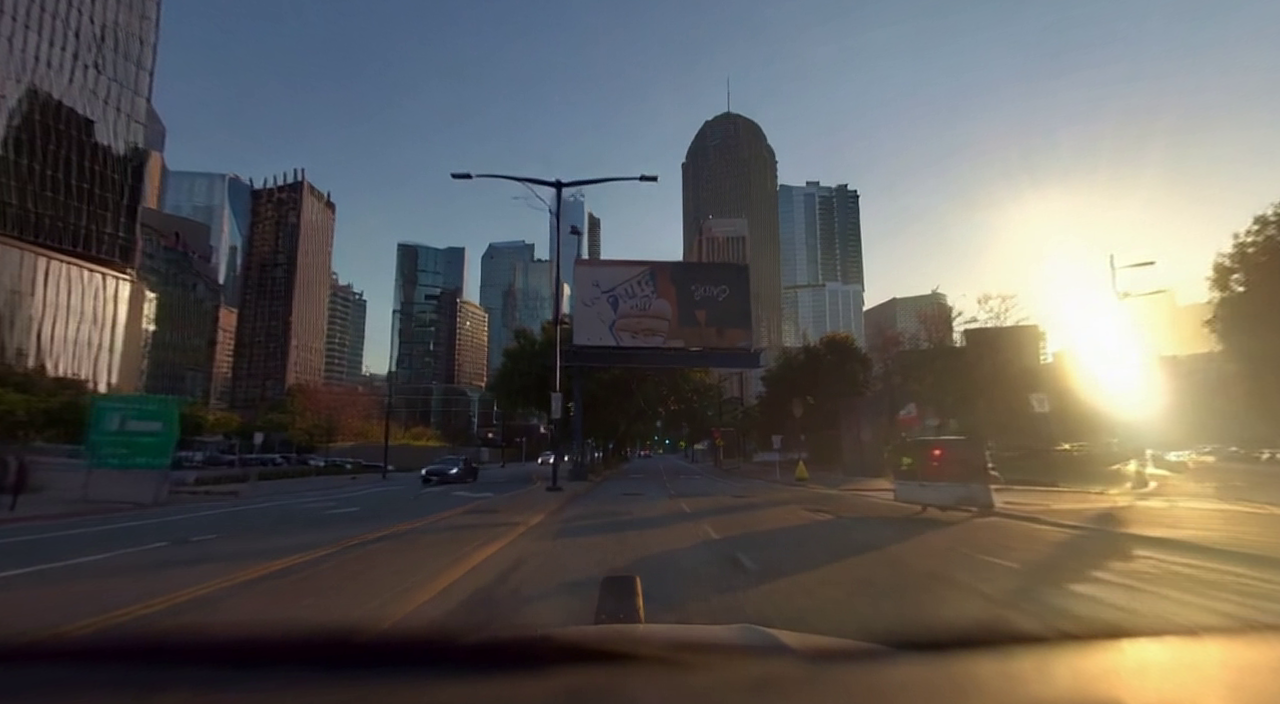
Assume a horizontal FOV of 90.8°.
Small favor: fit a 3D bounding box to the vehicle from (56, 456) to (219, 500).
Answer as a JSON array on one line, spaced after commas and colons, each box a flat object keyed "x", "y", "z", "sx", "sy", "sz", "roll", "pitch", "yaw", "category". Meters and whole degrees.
[{"x": -18.244, "y": 4.558, "z": 23.282, "sx": 2.448, "sy": 1.407, "sz": 4.308, "roll": 0, "pitch": -9, "yaw": 0, "category": "vehicle"}]

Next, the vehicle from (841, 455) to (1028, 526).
[{"x": 6.912, "y": 3.282, "z": 15.533, "sx": 2.675, "sy": 1.452, "sz": 4.213, "roll": 0, "pitch": -9, "yaw": 2, "category": "vehicle"}]

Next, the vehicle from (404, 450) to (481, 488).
[{"x": -8.624, "y": 5.135, "z": 28.023, "sx": 1.905, "sy": 1.533, "sz": 4.419, "roll": 0, "pitch": -9, "yaw": 1, "category": "vehicle"}]
